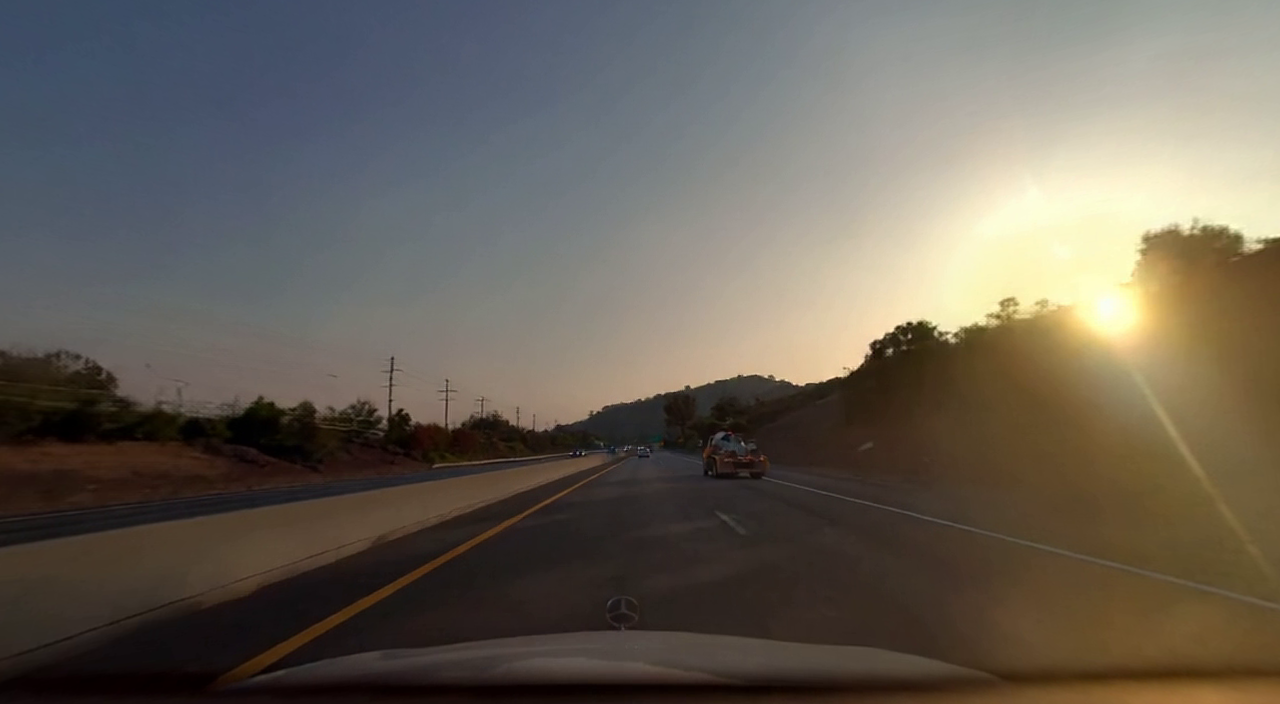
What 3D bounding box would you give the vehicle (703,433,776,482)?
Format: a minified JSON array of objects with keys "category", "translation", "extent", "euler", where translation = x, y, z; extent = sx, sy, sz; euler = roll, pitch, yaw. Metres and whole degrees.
[{"category":"vehicle","translation":[4.373,4.798,28.809],"extent":[2.309,2.003,5.139],"euler":[0,-9,-2]}]
